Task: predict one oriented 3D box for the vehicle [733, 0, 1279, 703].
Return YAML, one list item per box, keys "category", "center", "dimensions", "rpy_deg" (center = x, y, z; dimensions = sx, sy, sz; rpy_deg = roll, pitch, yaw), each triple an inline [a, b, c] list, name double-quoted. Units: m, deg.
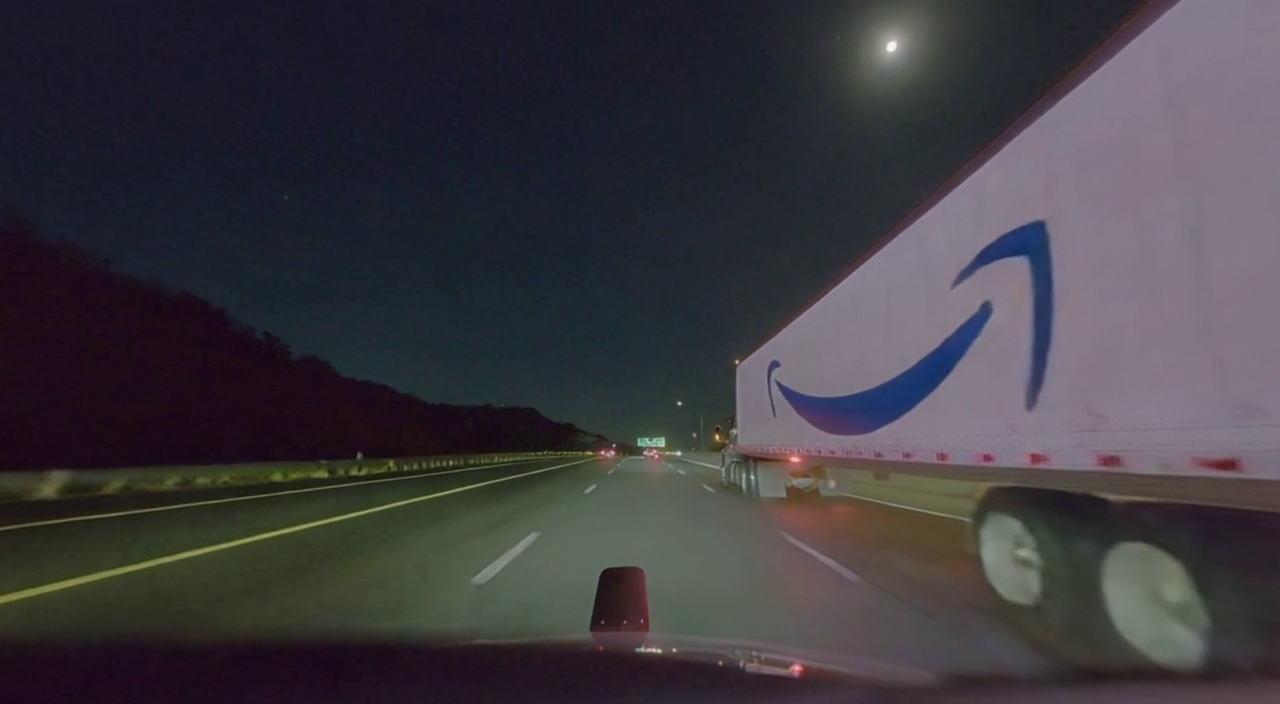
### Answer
- category: "vehicle"
  center: [4.091, 0.622, 8.774]
  dimensions: [2.928, 4.021, 17.190]
  rpy_deg: [0, -8, 0]
